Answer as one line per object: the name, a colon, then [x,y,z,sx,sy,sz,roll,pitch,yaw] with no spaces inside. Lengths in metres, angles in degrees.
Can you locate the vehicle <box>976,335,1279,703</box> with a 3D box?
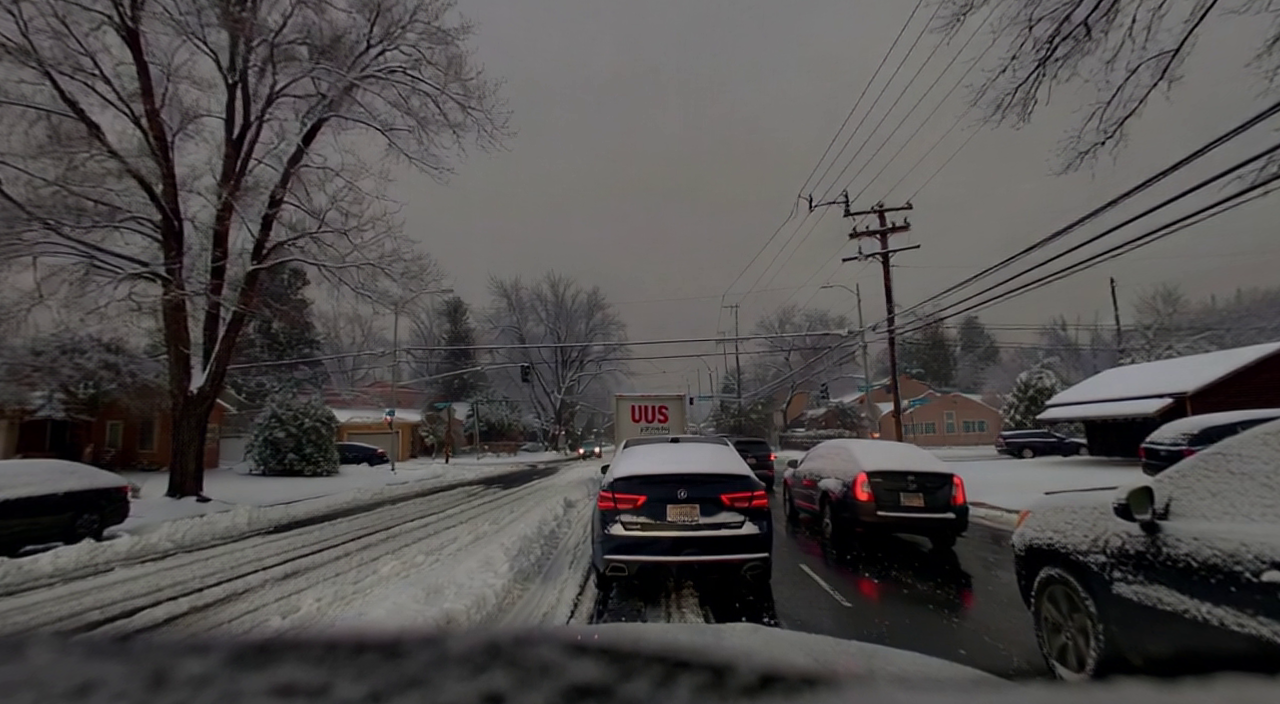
vehicle: [3.313,0.747,1.836,2.069,1.722,4.888,0,-8,2]

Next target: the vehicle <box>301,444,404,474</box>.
vehicle: [-17.422,6.484,38.189,5.274,1.793,1.921,0,-8,2]

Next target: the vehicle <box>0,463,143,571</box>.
vehicle: [-10.344,2.482,9.376,1.925,1.482,4.753,0,-8,1]

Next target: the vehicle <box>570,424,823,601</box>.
vehicle: [0.483,1.705,7.629,2.158,1.499,4.377,0,-8,0]

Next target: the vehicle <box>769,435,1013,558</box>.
vehicle: [3.520,2.093,9.921,1.993,1.479,4.487,0,-8,0]
